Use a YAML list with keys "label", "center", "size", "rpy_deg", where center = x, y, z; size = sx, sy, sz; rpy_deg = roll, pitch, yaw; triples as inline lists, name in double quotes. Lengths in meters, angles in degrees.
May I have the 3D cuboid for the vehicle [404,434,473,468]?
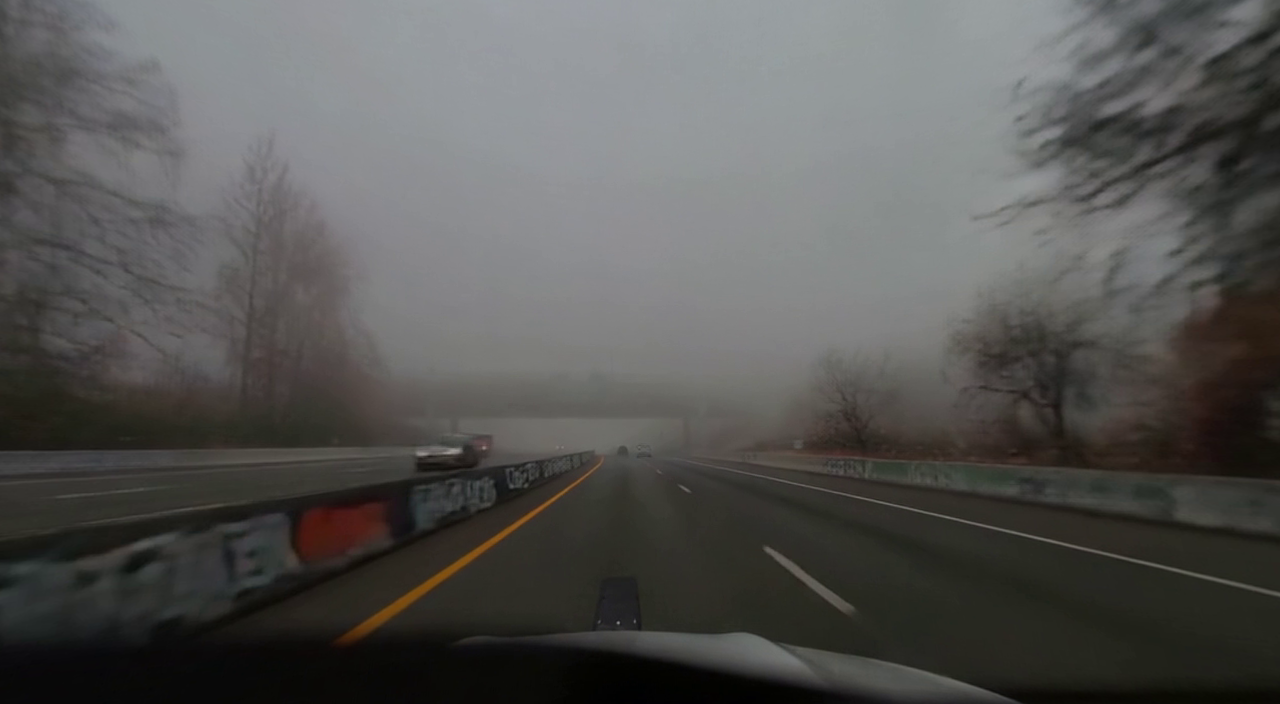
- label: "vehicle"
  center: [-9.652, 4.805, 30.391]
  size: [1.956, 1.507, 4.346]
  rpy_deg: [0, -9, -1]
